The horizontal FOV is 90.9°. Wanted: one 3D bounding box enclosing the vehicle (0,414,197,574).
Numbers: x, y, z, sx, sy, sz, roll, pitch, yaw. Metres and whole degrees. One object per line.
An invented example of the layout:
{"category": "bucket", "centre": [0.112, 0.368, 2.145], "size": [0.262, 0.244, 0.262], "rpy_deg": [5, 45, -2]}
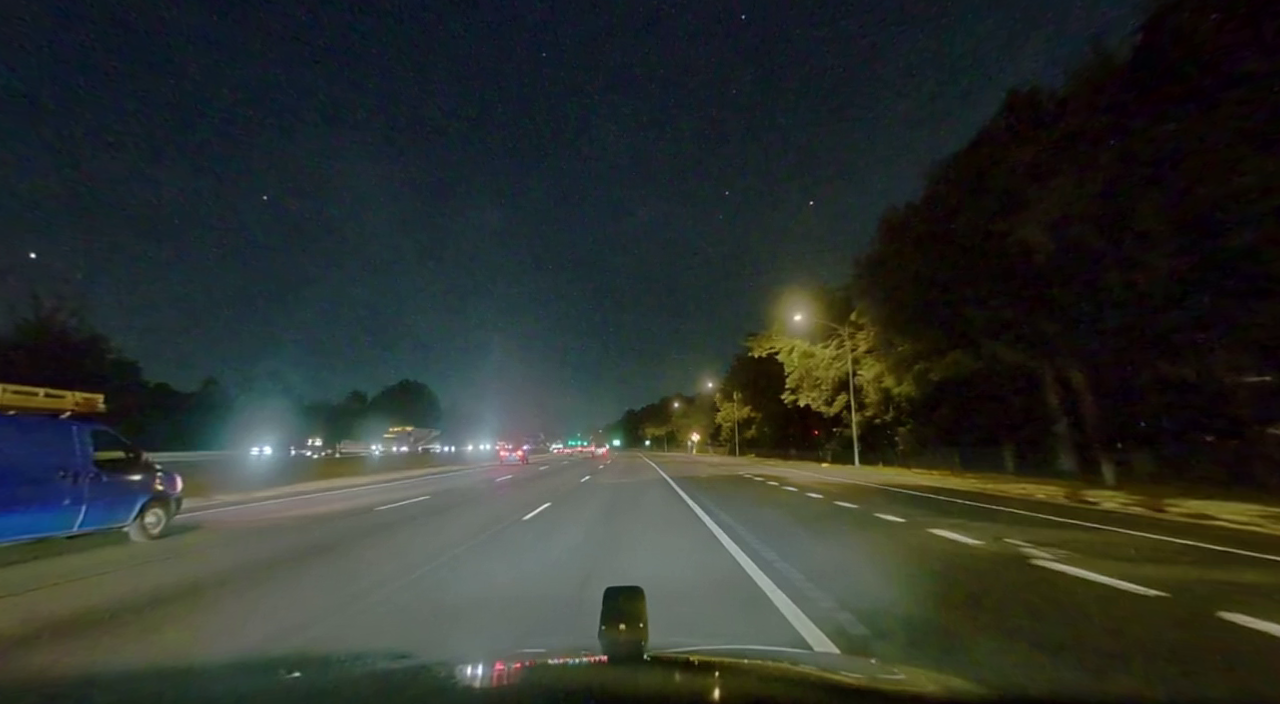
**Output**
{"category": "vehicle", "centre": [-8.163, 1.676, 7.634], "size": [2.093, 1.752, 4.771], "rpy_deg": [0, -9, 0]}

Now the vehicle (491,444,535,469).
{"category": "vehicle", "centre": [-8.110, 6.752, 40.777], "size": [1.958, 1.499, 4.437], "rpy_deg": [0, -9, 0]}
